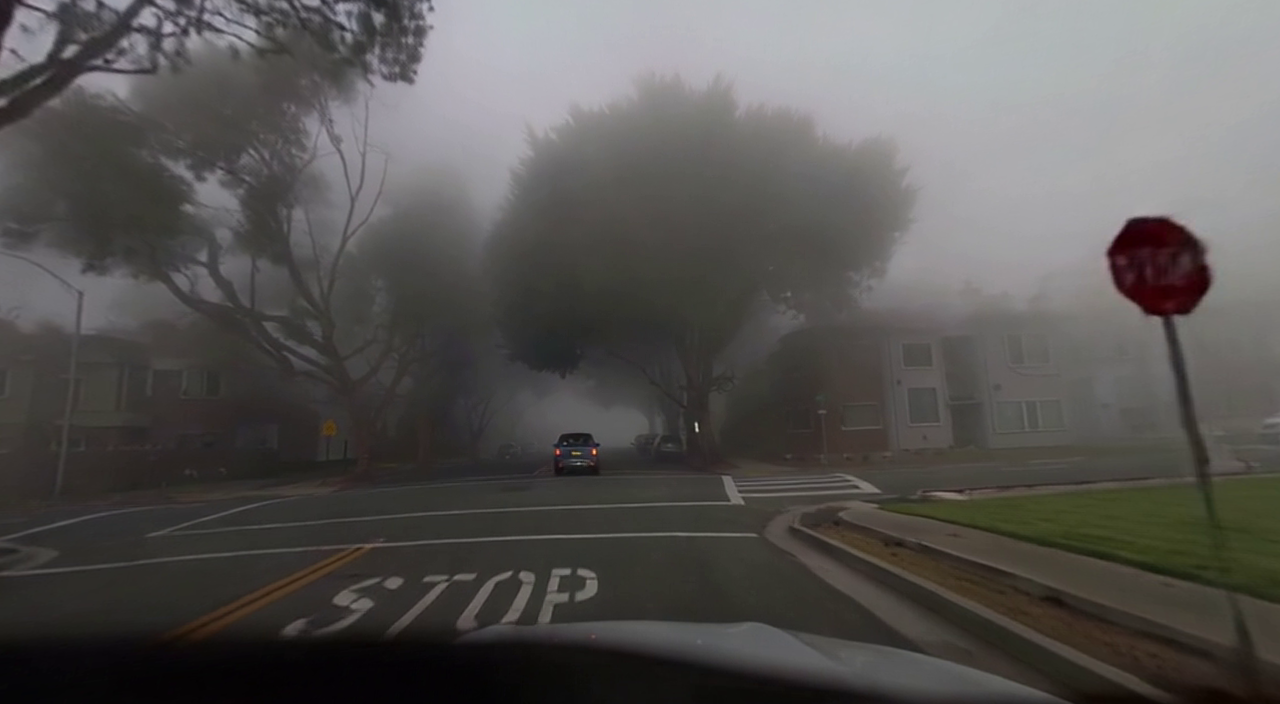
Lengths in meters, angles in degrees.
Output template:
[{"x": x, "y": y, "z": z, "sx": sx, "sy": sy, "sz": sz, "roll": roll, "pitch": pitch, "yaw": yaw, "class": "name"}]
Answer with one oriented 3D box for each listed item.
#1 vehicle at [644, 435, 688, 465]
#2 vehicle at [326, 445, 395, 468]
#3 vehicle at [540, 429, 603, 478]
[{"x": 1.412, "y": 5.524, "z": 35.670, "sx": 1.987, "sy": 1.608, "sz": 3.883, "roll": 1, "pitch": -8, "yaw": -5, "class": "vehicle"}, {"x": -19.069, "y": 7.140, "z": 43.101, "sx": 3.806, "sy": 1.501, "sz": 1.892, "roll": 0, "pitch": -8, "yaw": -2, "class": "vehicle"}, {"x": -2.540, "y": 3.907, "z": 24.466, "sx": 2.172, "sy": 1.722, "sz": 4.201, "roll": 0, "pitch": -8, "yaw": -3, "class": "vehicle"}]
